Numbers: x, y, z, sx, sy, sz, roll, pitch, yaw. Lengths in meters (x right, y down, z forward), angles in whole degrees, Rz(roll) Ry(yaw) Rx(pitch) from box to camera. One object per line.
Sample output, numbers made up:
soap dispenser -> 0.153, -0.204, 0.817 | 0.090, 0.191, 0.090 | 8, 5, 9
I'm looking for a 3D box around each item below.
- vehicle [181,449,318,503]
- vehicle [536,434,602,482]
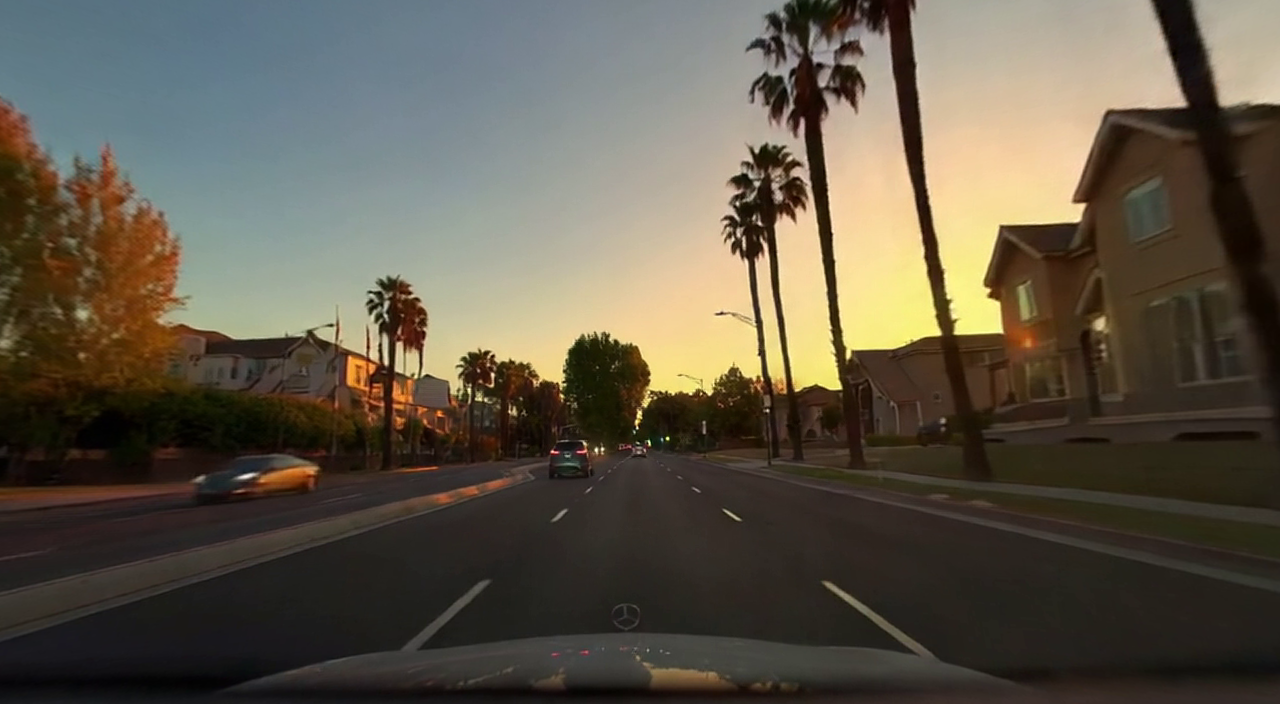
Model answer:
vehicle -> -14.292, 4.530, 23.468 | 2.022, 1.756, 4.670 | 0, -9, 1
vehicle -> -3.188, 4.929, 29.541 | 2.370, 1.968, 5.698 | 0, -9, 0
